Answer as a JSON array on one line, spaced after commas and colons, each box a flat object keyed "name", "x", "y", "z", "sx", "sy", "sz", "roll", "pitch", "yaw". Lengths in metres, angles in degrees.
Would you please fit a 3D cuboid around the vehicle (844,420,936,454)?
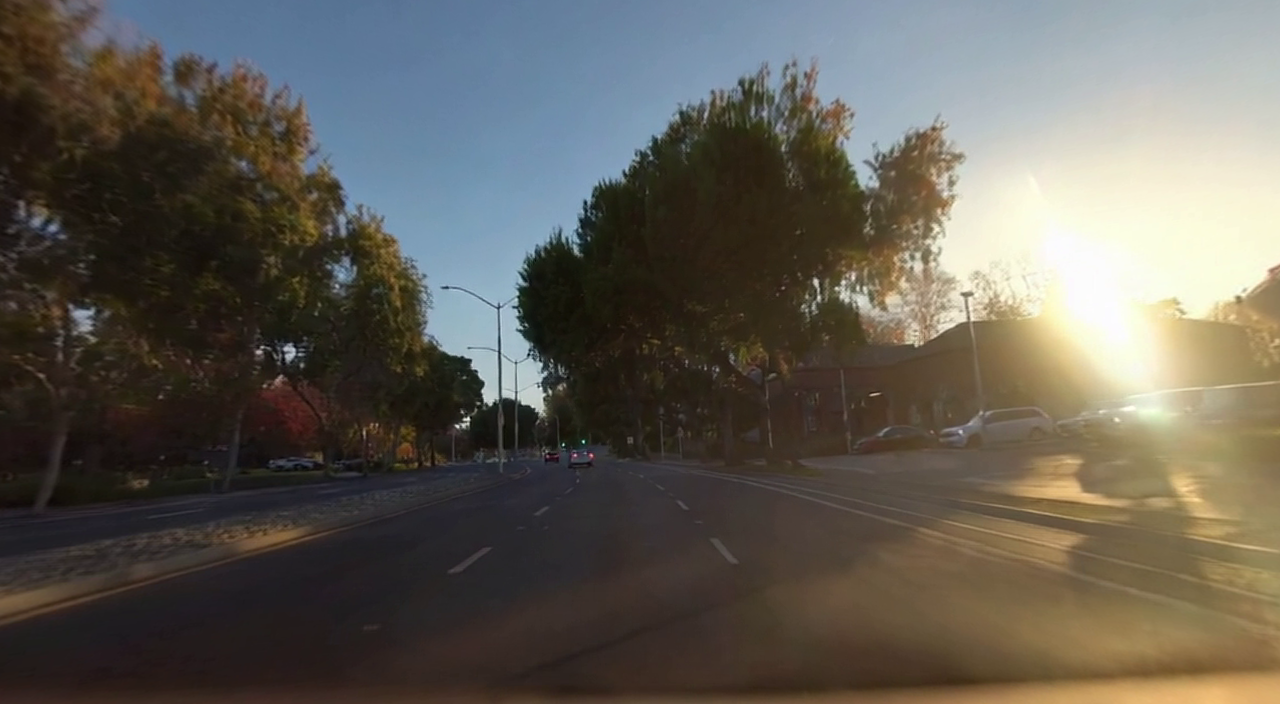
[{"name": "vehicle", "x": 16.010, "y": 5.426, "z": 40.604, "sx": 4.922, "sy": 1.749, "sz": 2.145, "roll": -4, "pitch": -6, "yaw": 3}]

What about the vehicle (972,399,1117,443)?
[{"name": "vehicle", "x": 15.689, "y": 2.726, "z": 24.689, "sx": 4.297, "sy": 1.632, "sz": 1.977, "roll": 0, "pitch": -8, "yaw": -2}]

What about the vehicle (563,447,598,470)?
[{"name": "vehicle", "x": -4.513, "y": 7.961, "z": 47.512, "sx": 2.197, "sy": 1.642, "sz": 4.312, "roll": 2, "pitch": -8, "yaw": -11}]
